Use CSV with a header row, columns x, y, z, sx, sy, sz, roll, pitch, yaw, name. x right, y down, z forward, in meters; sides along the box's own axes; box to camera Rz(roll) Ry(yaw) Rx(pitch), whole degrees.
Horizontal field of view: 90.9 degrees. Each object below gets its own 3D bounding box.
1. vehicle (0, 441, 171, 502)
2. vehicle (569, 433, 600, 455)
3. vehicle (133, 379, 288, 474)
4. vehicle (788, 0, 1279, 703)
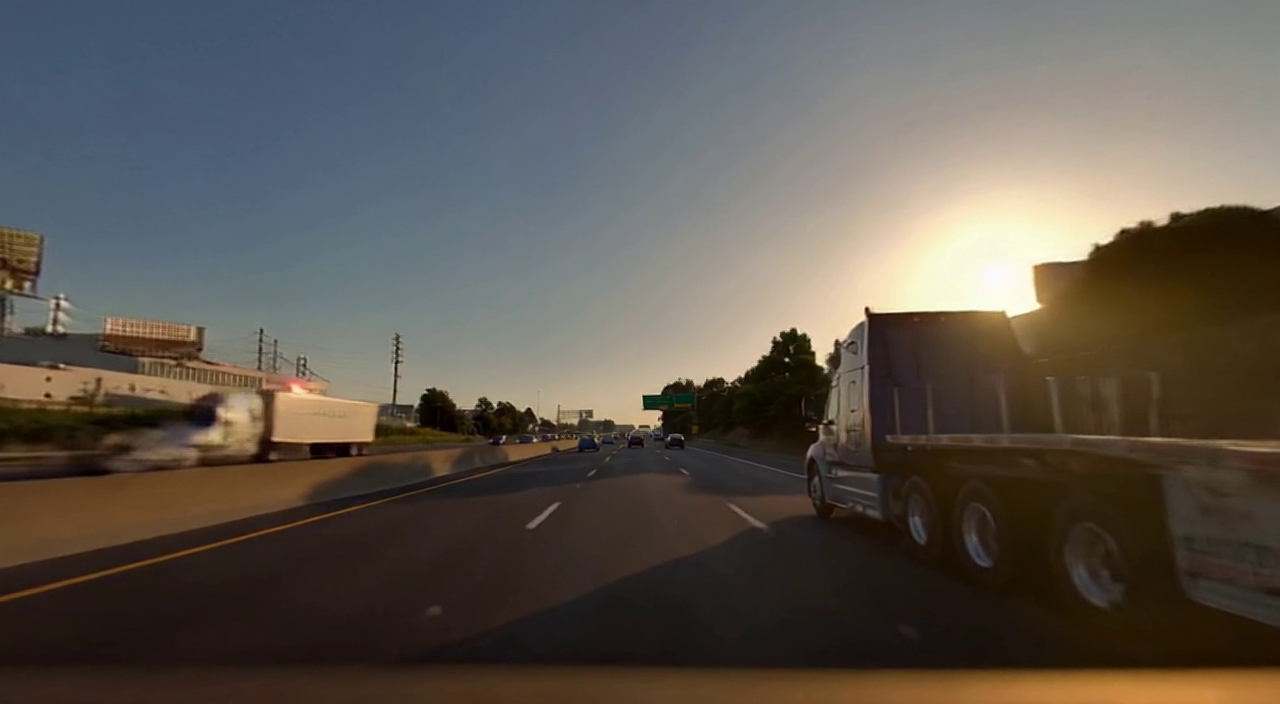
x,y,z,sx,sy,sz,roll,pitch,yaw,name
-15.575,3.234,17.606,1.861,1.460,3.997,0,-8,-1,vehicle
-3.884,6.539,44.724,1.930,1.484,3.849,0,-8,-1,vehicle
-19.986,3.557,29.874,3.076,4.017,5.908,0,-8,-1,vehicle
3.669,0.180,5.756,3.027,3.796,6.035,0,-8,-1,vehicle
